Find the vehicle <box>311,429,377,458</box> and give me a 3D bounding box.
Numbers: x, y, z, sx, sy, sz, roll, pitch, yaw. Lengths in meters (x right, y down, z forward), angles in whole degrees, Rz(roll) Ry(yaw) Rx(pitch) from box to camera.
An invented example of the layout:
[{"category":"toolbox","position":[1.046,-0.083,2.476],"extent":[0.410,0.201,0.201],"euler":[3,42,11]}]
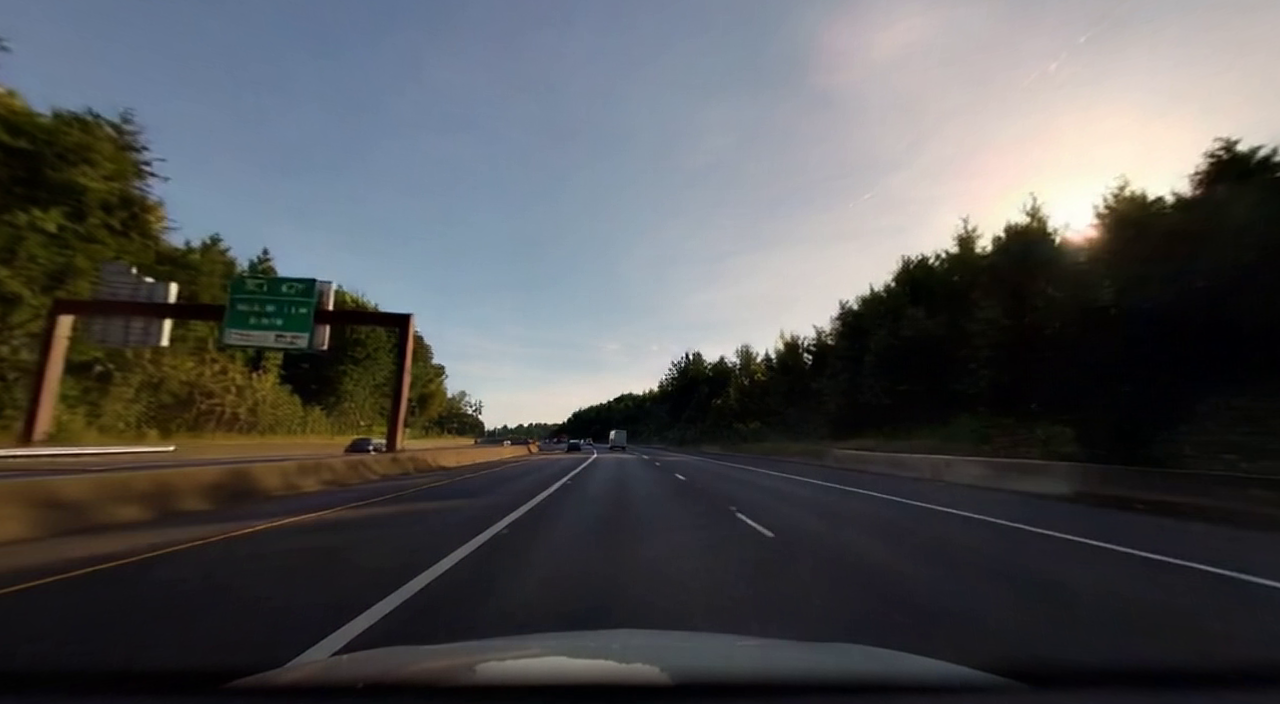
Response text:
[{"category":"vehicle","position":[-15.885,4.929,34.039],"extent":[1.845,1.486,3.730],"euler":[0,-8,-3]}]
